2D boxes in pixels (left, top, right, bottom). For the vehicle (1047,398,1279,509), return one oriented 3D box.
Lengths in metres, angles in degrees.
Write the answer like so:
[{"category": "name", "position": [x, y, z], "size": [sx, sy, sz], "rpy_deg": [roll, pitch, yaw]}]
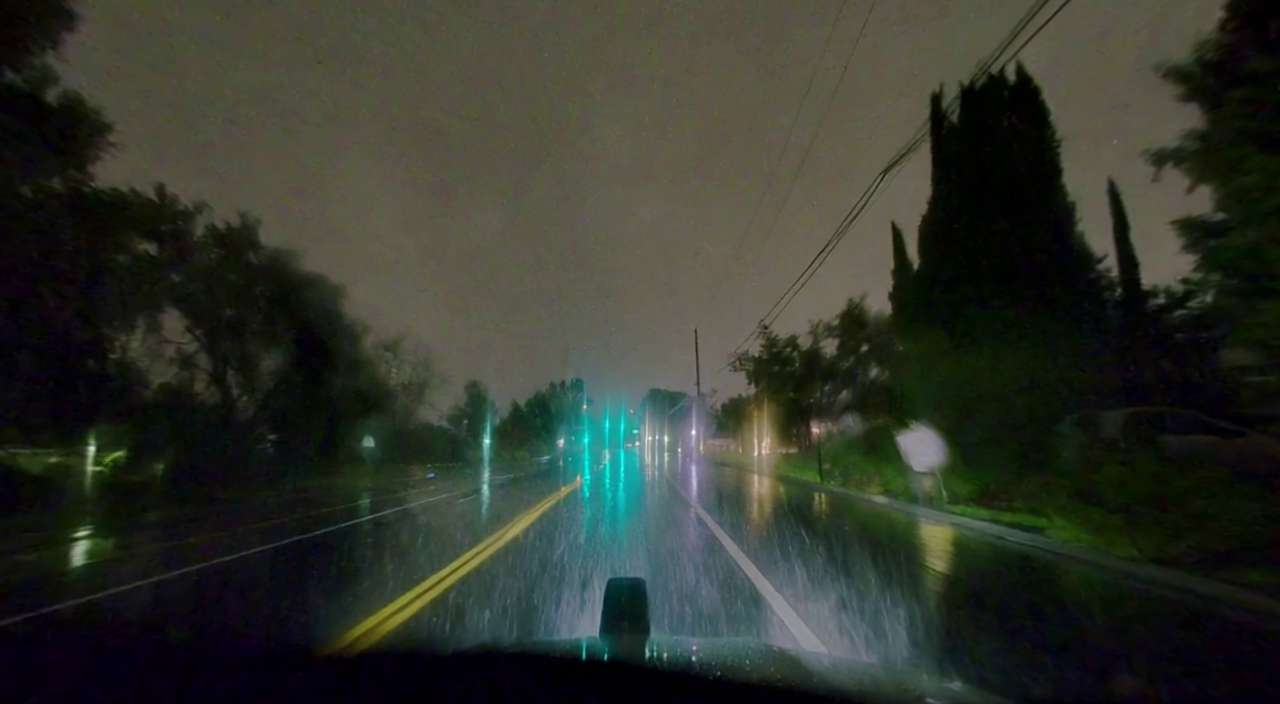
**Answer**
[{"category": "vehicle", "position": [10.563, 1.864, 11.704], "size": [4.461, 1.858, 2.055], "rpy_deg": [0, -8, 3]}]
